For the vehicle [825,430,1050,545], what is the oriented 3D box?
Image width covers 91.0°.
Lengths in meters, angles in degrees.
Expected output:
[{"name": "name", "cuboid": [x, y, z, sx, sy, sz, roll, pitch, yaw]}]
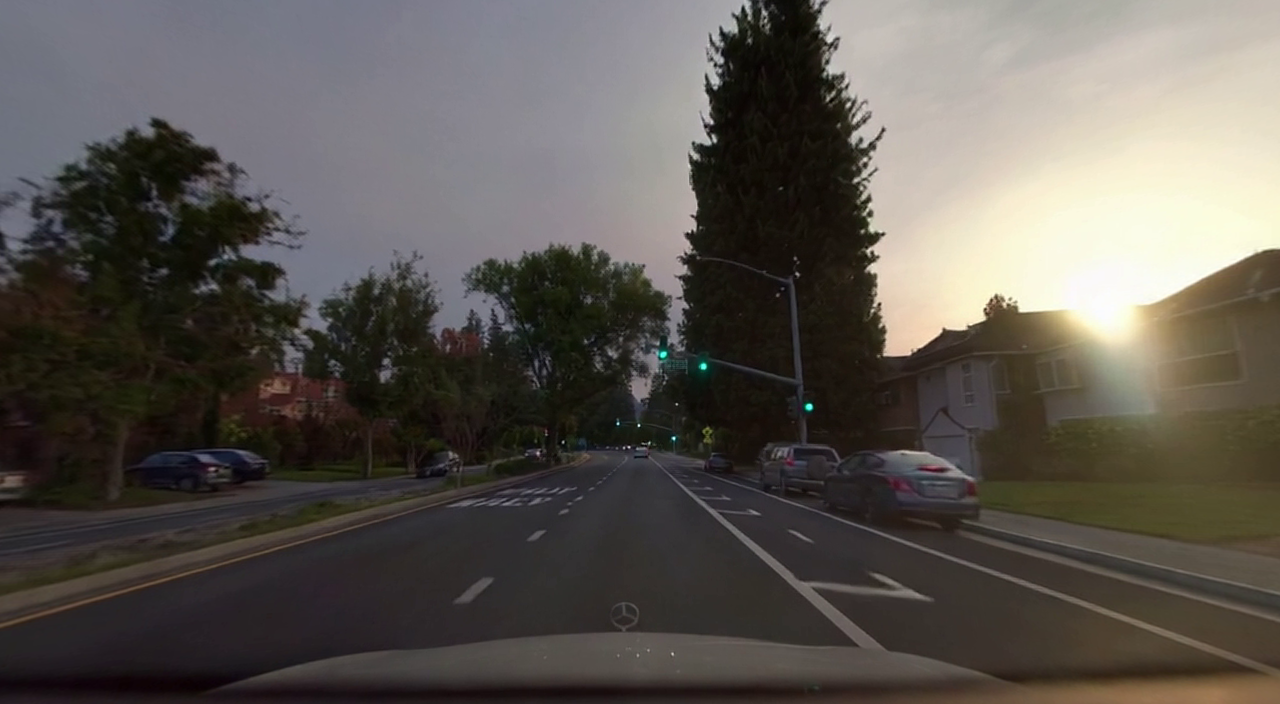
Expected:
[{"name": "vehicle", "cuboid": [5.366, 2.484, 12.235, 2.164, 1.729, 4.488, 2, -9, -1]}]

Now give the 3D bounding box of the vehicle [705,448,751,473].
[{"name": "vehicle", "cuboid": [5.343, 6.657, 38.895, 2.002, 1.461, 4.673, 1, -9, -2]}]

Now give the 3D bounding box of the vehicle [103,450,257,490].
[{"name": "vehicle", "cuboid": [-17.645, 4.523, 24.317, 4.349, 1.457, 1.997, 0, -9, 0]}]

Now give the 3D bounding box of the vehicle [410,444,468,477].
[{"name": "vehicle", "cuboid": [-11.879, 6.461, 37.527, 2.061, 1.760, 4.569, -1, -10, -1]}]

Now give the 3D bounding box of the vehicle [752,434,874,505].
[{"name": "vehicle", "cuboid": [5.198, 3.592, 19.699, 2.171, 1.798, 5.040, 3, -9, -3]}]
